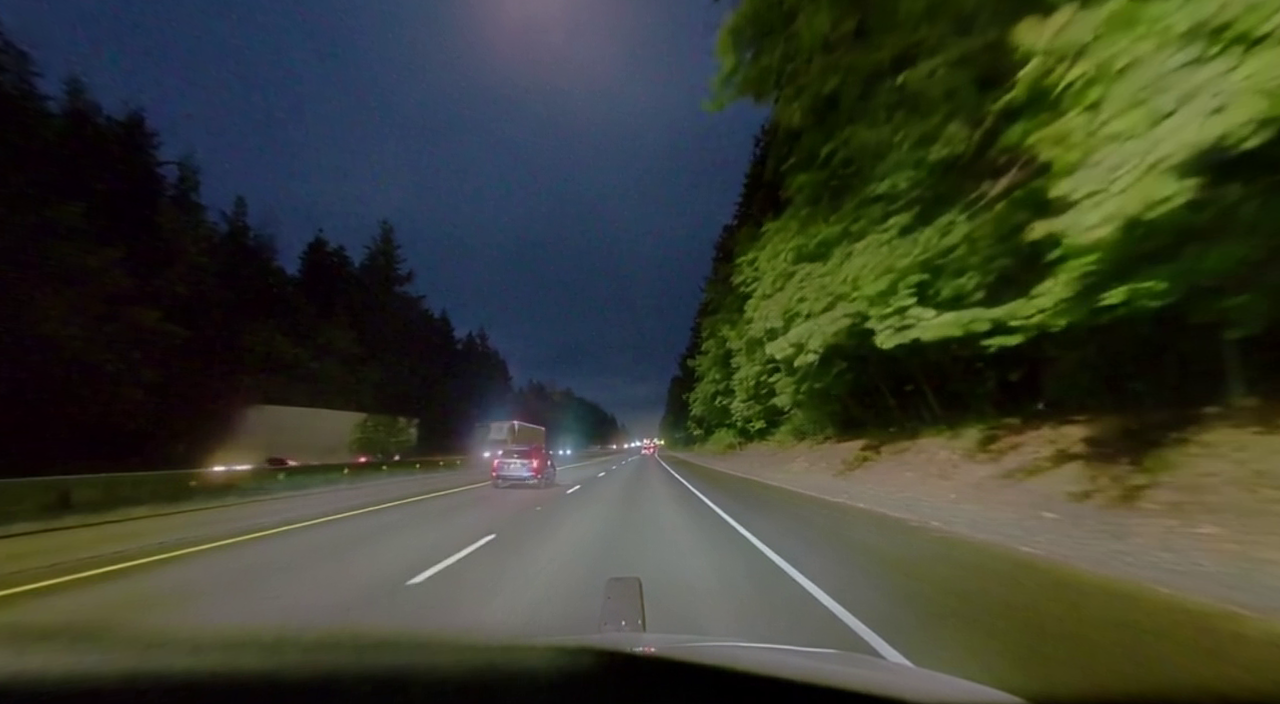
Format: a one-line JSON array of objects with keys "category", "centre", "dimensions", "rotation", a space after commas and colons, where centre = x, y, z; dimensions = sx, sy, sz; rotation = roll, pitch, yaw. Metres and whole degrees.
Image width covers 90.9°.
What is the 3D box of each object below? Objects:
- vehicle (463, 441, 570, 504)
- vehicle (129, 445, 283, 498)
[{"category": "vehicle", "centre": [-3.244, 3.280, 17.622], "dimensions": [1.969, 1.505, 4.636], "rotation": [0, -9, 1]}, {"category": "vehicle", "centre": [-12.777, 3.520, 18.889], "dimensions": [1.846, 1.407, 3.852], "rotation": [0, -9, 0]}]
